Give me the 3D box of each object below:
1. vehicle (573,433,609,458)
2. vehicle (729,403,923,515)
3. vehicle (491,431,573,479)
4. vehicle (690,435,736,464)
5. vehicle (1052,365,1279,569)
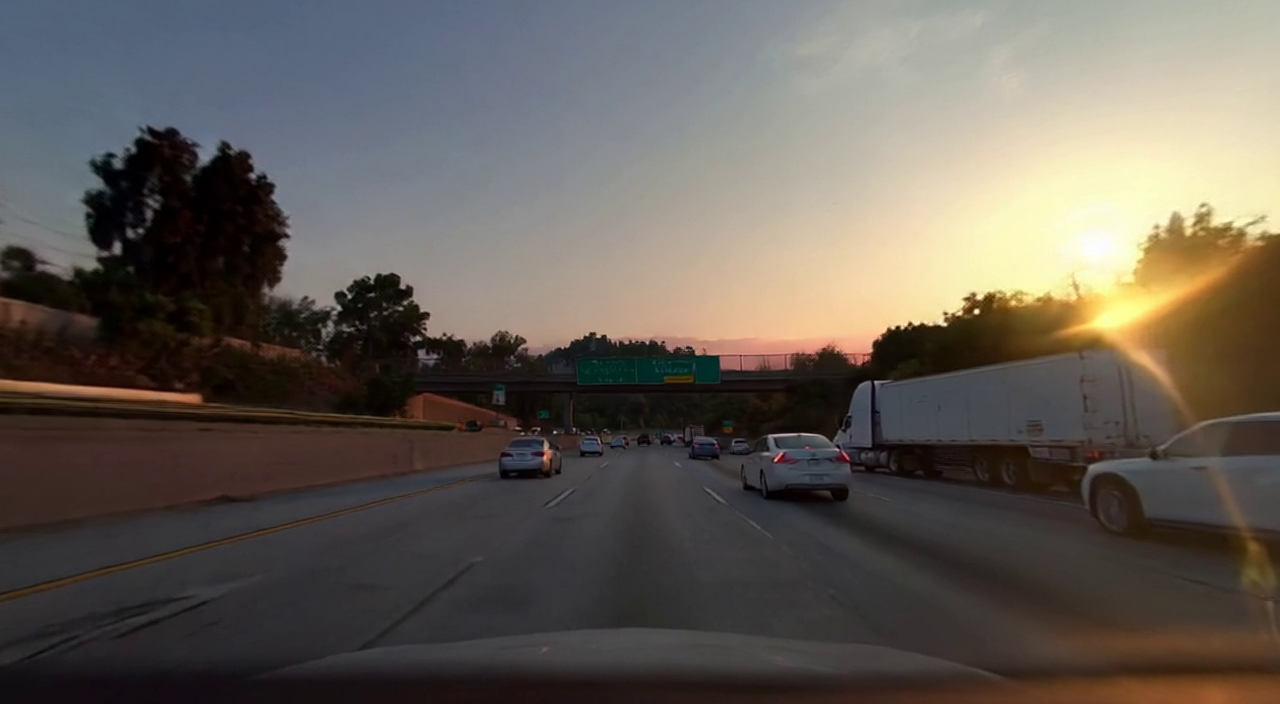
[{"bbox_3d":[-3.352,6.475,43.841,2.020,1.628,4.248,0,-8,1],"label":"vehicle"},{"bbox_3d":[3.643,2.265,13.831,2.517,1.935,5.552,0,-8,0],"label":"vehicle"},{"bbox_3d":[-3.594,3.519,21.750,1.978,1.473,4.073,0,-8,2],"label":"vehicle"},{"bbox_3d":[3.892,5.252,34.146,1.953,1.480,4.053,0,-8,-1],"label":"vehicle"},{"bbox_3d":[7.407,1.202,6.669,2.291,1.968,5.662,0,-8,0],"label":"vehicle"}]
